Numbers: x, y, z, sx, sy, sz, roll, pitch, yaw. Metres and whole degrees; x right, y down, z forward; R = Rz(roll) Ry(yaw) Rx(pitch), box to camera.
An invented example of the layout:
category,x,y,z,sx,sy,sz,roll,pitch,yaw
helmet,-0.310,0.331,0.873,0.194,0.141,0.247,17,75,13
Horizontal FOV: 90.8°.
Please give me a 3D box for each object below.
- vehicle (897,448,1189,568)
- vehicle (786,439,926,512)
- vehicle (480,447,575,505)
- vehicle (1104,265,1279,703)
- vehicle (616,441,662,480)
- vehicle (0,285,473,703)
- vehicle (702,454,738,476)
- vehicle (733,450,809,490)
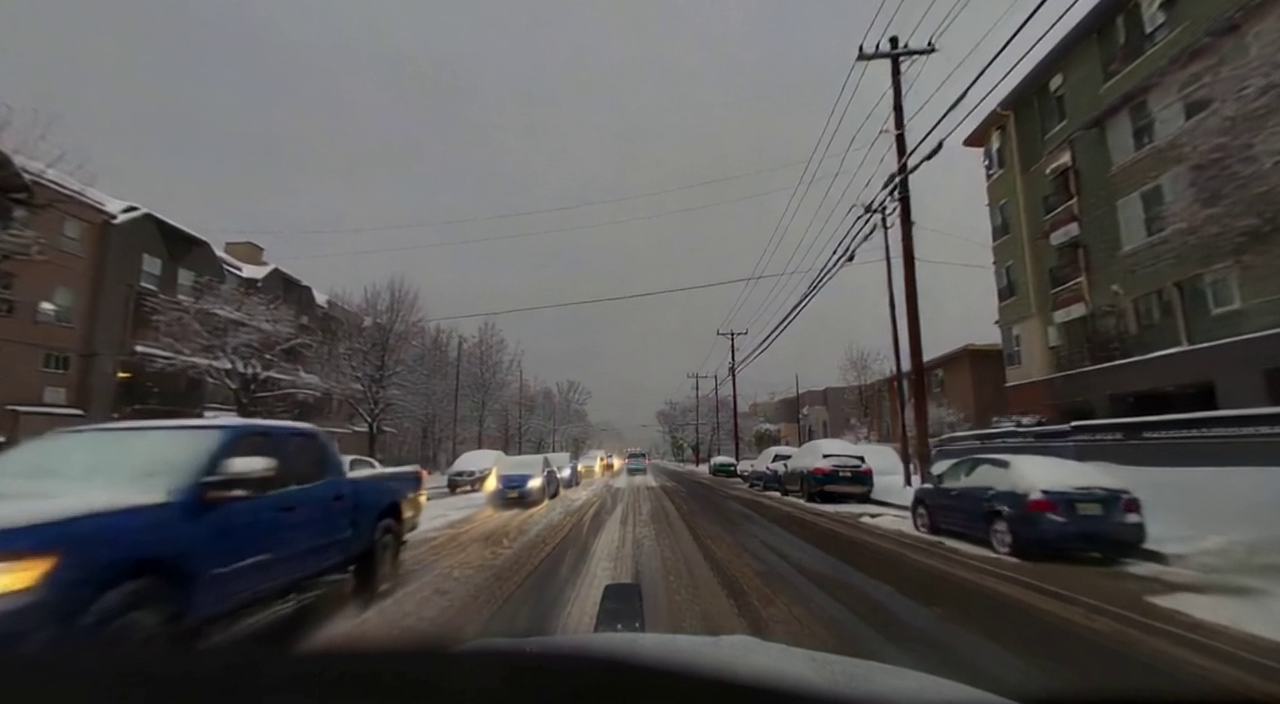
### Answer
category,x,y,z,sx,sy,sz,roll,pitch,yaw
vehicle,6.243,2.407,10.612,1.964,1.550,4.424,0,-9,0
vehicle,6.203,3.582,18.963,2.211,1.884,5.031,0,-9,-3
vehicle,-3.215,3.619,18.970,1.972,1.498,4.304,0,-8,2
vehicle,3.029,0.435,0.239,2.027,1.907,4.736,0,-8,-1
vehicle,-0.008,5.781,34.080,2.308,1.940,4.125,0,-8,1
vehicle,-2.665,1.022,3.570,2.167,1.761,4.584,0,-8,0
vehicle,5.922,8.400,47.312,1.943,1.490,4.783,0,-9,-2
vehicle,6.182,5.641,30.645,2.350,1.706,5.901,0,-9,-1
